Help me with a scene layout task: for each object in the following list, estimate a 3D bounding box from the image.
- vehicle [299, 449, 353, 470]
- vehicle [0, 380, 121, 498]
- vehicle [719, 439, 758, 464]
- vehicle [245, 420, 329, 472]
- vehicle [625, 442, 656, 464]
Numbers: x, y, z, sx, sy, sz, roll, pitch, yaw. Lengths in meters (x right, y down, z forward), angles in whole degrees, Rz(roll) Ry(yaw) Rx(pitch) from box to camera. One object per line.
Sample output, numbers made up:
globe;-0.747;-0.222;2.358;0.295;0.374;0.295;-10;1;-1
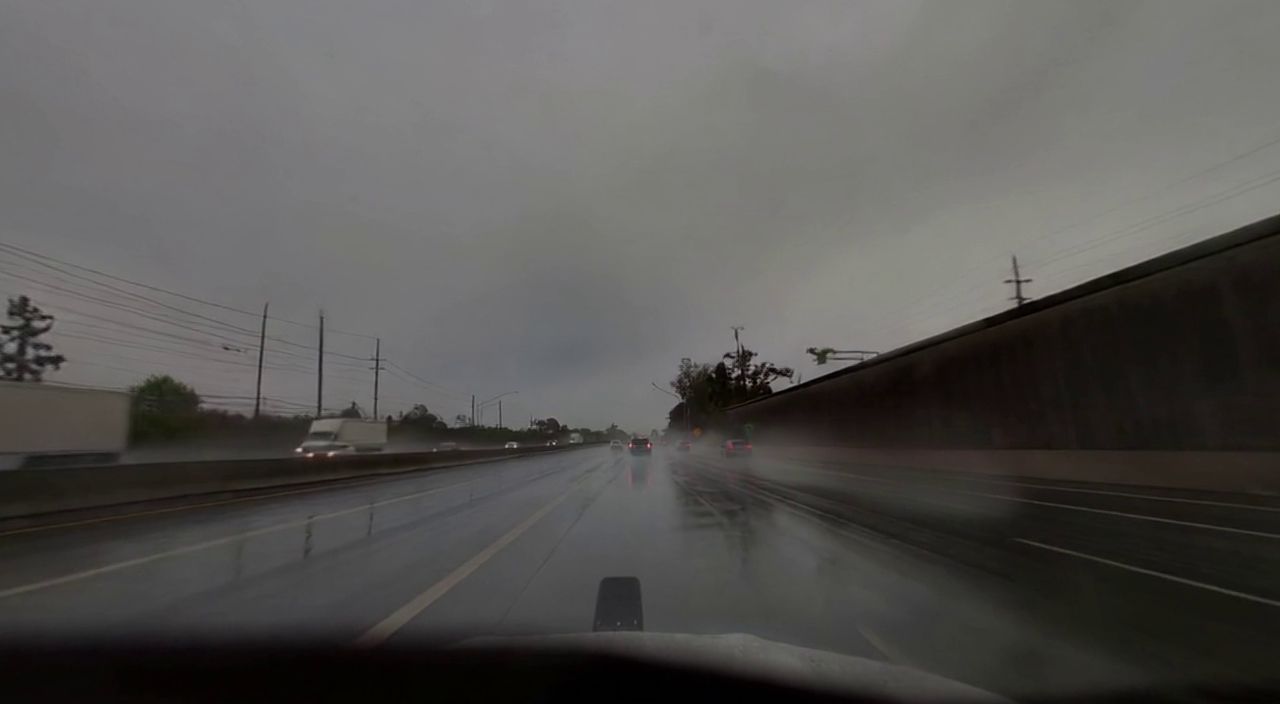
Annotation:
vehicle;-22.967;7.846;46.422;1.953;1.461;3.902;0;-8;0
vehicle;-23.240;2.719;19.799;2.802;3.982;13.268;0;-8;0
vehicle;7.051;7.190;45.673;2.005;1.687;4.259;0;-8;-1
vehicle;-26.984;7.234;48.747;2.994;3.687;5.869;0;-8;-1
vehicle;0.023;7.342;46.052;2.109;1.489;4.027;0;-8;0
